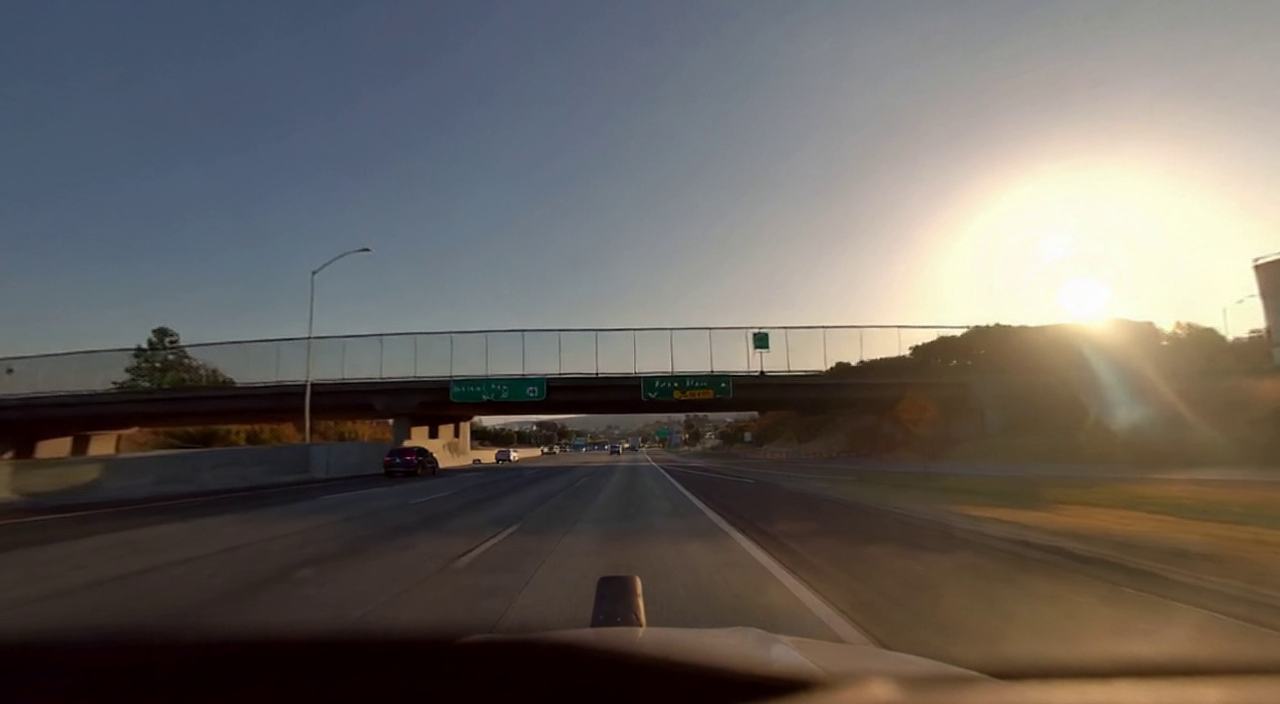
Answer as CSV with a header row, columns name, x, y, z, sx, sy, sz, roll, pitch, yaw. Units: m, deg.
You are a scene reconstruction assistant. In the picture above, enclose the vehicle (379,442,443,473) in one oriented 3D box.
name,x,y,z,sx,sy,sz,roll,pitch,yaw
vehicle,-14.333,6.595,39.907,2.049,1.792,5.177,0,-9,0
